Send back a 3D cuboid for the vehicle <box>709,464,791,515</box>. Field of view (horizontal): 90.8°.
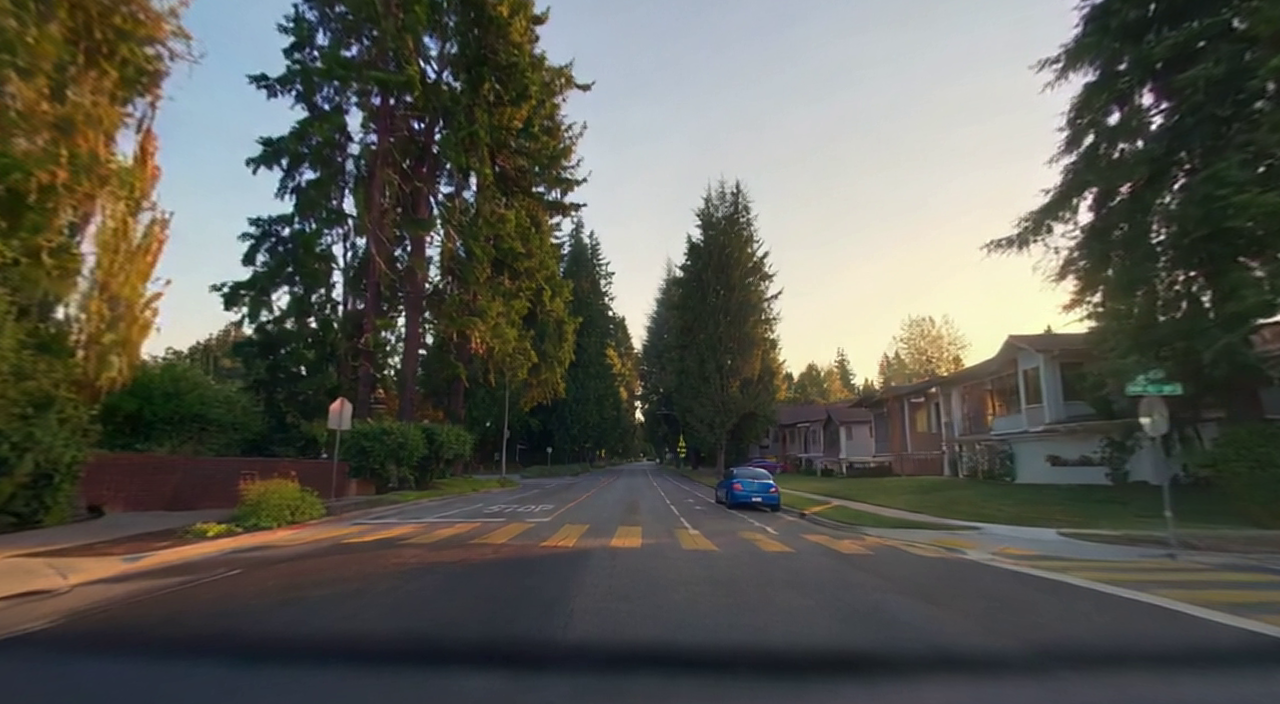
[{"bbox_3d":[3.713,4.739,22.256,1.961,1.472,4.434,0,-9,-2],"label":"vehicle"}]
